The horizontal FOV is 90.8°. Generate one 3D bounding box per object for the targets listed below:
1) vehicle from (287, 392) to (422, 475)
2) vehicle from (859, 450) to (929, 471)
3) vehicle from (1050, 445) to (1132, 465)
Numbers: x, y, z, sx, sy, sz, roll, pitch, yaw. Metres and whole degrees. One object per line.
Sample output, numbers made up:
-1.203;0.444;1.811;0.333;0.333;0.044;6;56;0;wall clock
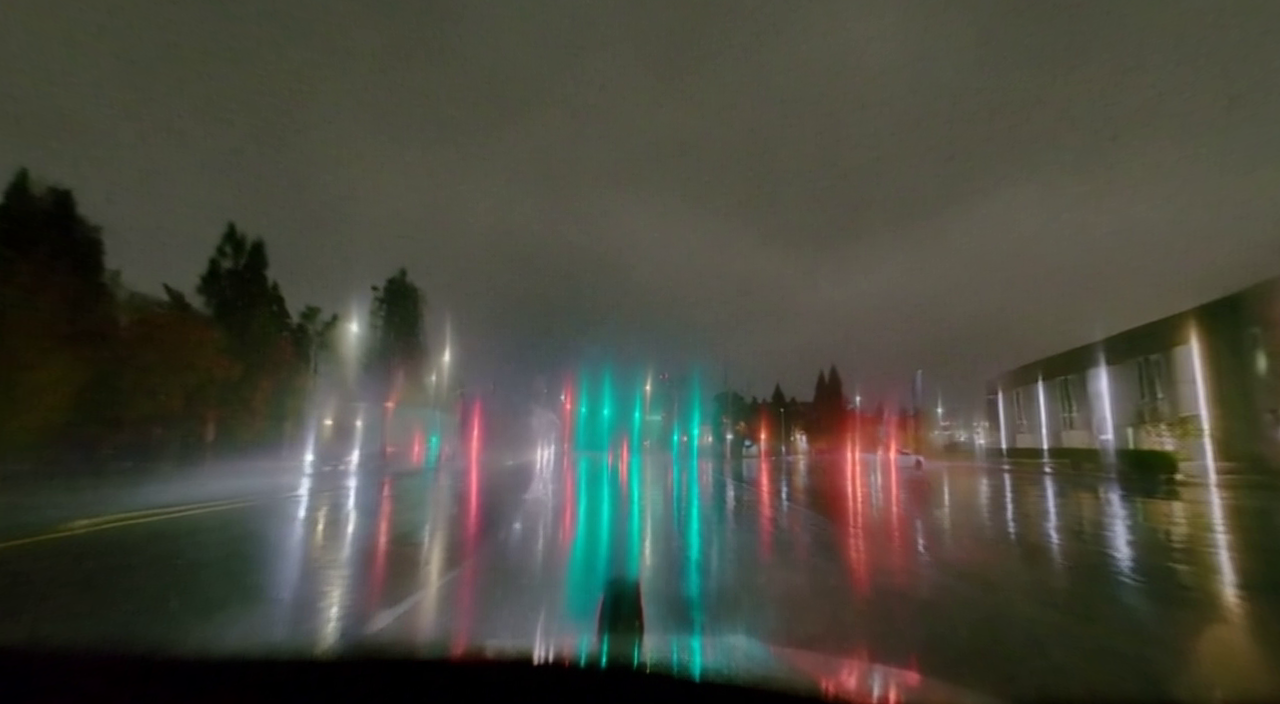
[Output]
-15.352;4.605;35.108;3.193;3.952;9.170;0;-9;0;vehicle
18.354;7.854;45.822;4.455;1.475;1.971;-2;-9;15;vehicle
34.264;7.840;48.143;4.593;1.460;1.926;-3;-9;16;vehicle
